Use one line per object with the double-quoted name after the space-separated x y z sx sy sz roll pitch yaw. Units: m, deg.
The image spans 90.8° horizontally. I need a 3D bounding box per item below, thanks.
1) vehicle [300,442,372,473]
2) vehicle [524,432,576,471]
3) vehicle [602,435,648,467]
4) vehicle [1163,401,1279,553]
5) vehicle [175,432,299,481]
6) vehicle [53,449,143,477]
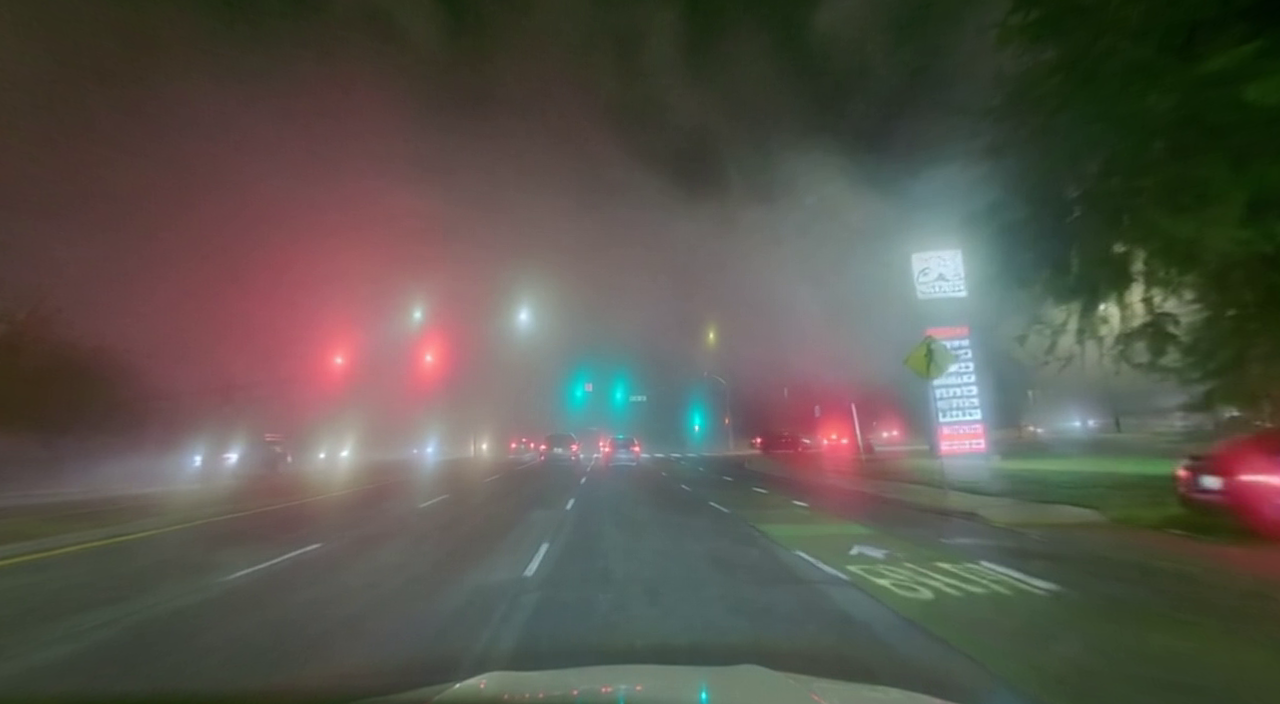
-16.286 5.650 34.127 1.968 1.557 4.650 1 -8 -5 "vehicle"
-4.029 4.541 29.029 2.057 1.610 4.891 0 -8 -5 "vehicle"
-0.818 5.005 32.017 2.176 1.489 4.518 0 -8 -3 "vehicle"
8.787 1.335 6.881 4.487 1.539 1.947 0 -8 -3 "vehicle"
-19.595 5.105 31.169 2.655 2.126 5.813 0 -8 -5 "vehicle"
-38.796 7.966 45.305 4.799 1.819 1.669 -1 -8 -1 "vehicle"
